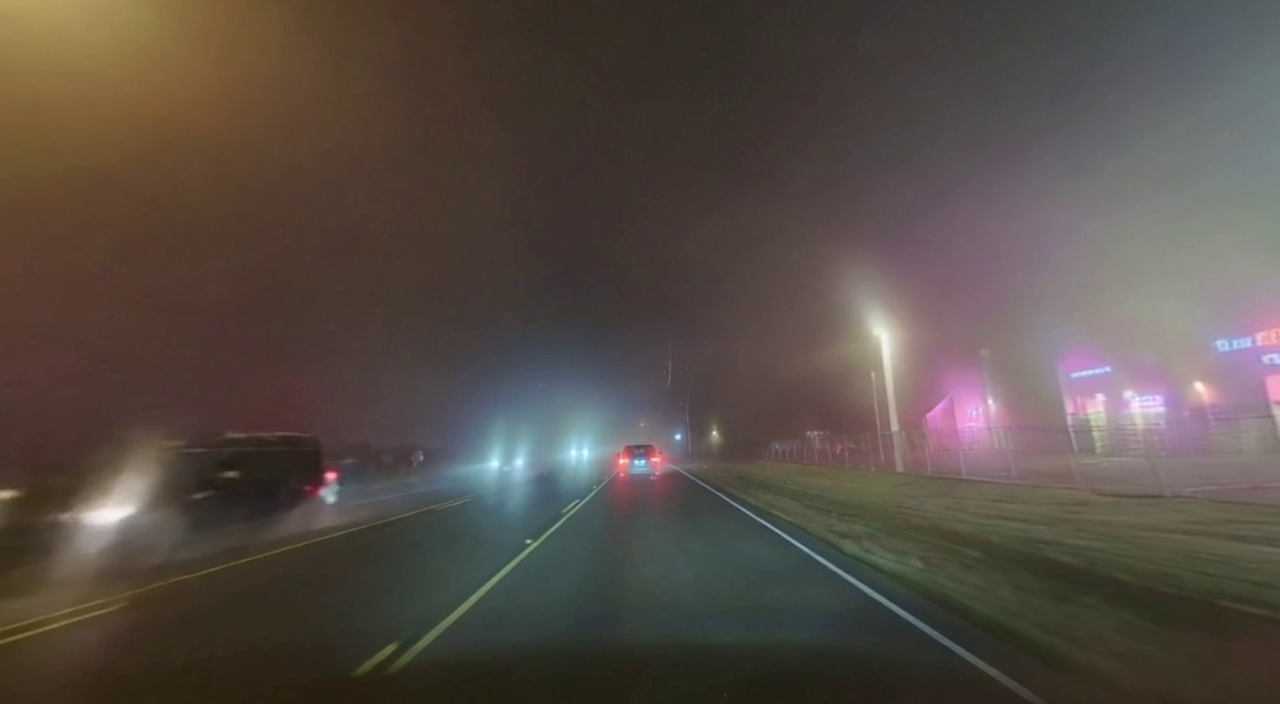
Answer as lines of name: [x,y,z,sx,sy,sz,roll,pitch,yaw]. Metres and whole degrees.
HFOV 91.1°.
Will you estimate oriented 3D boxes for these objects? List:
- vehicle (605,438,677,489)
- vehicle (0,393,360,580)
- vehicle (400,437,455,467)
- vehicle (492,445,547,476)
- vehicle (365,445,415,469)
vehicle: [0.028,3.633,20.790,2.144,1.514,4.063,0,-9,0]
vehicle: [-6.972,1.941,9.957,2.340,2.103,5.526,-1,-9,2]
vehicle: [-16.323,7.720,48.608,2.230,2.164,5.732,0,-8,0]
vehicle: [-6.363,5.779,33.635,1.985,1.505,4.143,-1,-9,2]
vehicle: [-19.263,8.093,48.513,2.050,1.714,4.619,0,-9,-2]
